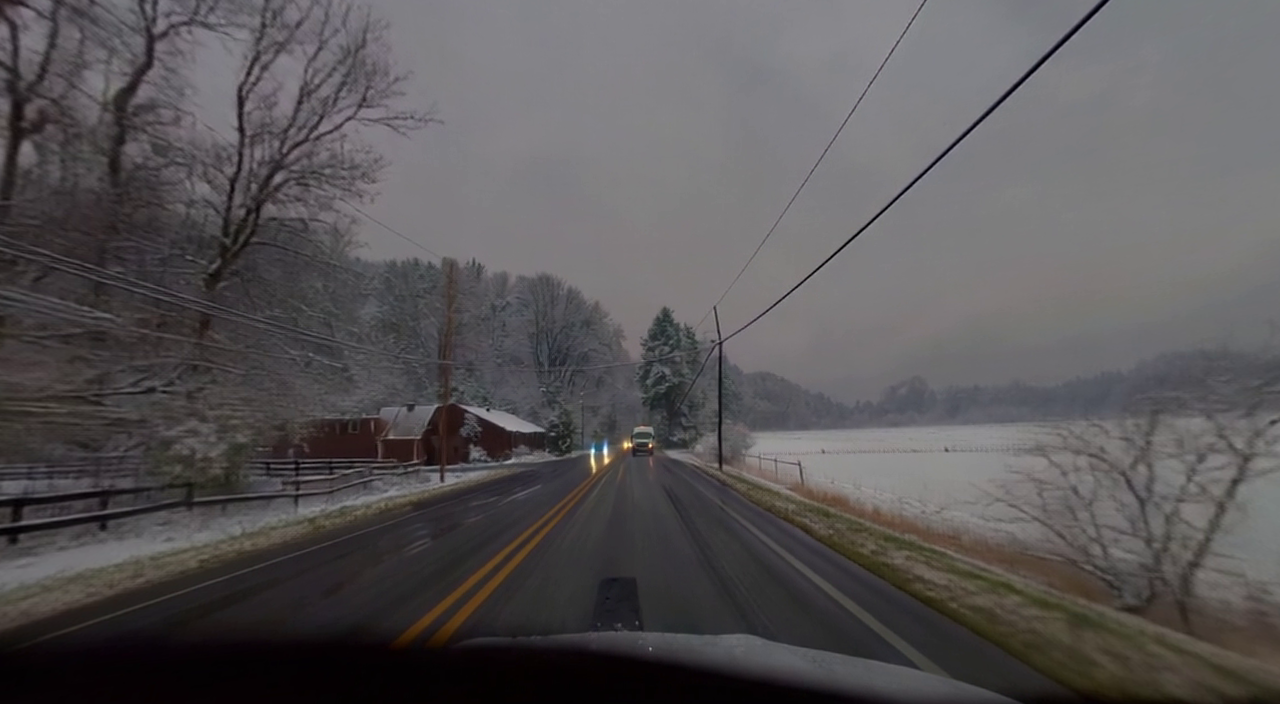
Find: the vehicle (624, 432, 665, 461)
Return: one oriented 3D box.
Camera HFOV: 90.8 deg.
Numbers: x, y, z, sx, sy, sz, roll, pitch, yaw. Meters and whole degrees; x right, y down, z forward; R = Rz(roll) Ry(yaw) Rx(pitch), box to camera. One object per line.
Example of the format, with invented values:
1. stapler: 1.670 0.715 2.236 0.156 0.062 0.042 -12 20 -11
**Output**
1. vehicle: 0.186 6.592 44.121 2.649 1.870 5.885 0 -8 -2
